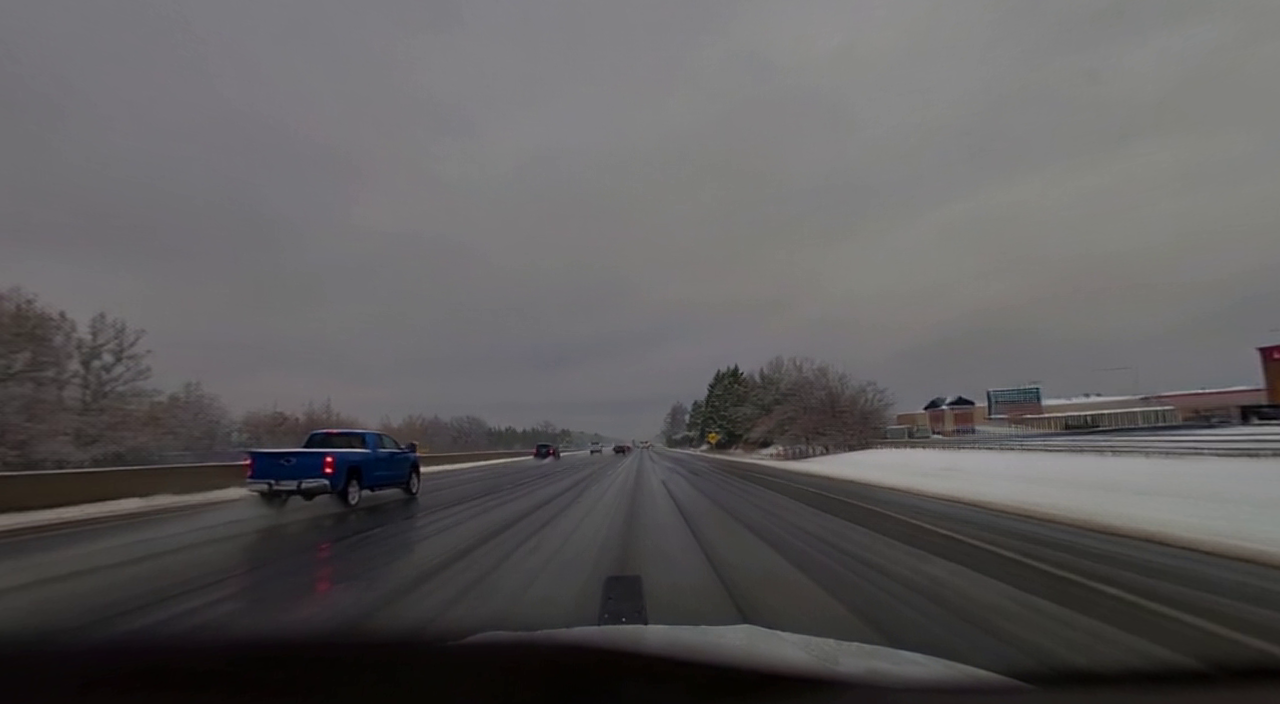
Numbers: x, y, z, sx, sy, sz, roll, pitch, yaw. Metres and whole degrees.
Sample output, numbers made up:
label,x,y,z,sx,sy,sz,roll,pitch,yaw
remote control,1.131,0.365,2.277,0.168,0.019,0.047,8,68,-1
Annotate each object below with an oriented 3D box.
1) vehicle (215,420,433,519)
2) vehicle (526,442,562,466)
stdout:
label,x,y,z,sx,sy,sz,roll,pitch,yaw
vehicle,-7.118,2.713,15.258,2.156,1.911,5.956,0,-8,1
vehicle,-7.382,7.846,48.693,2.021,1.699,4.324,0,-8,1
